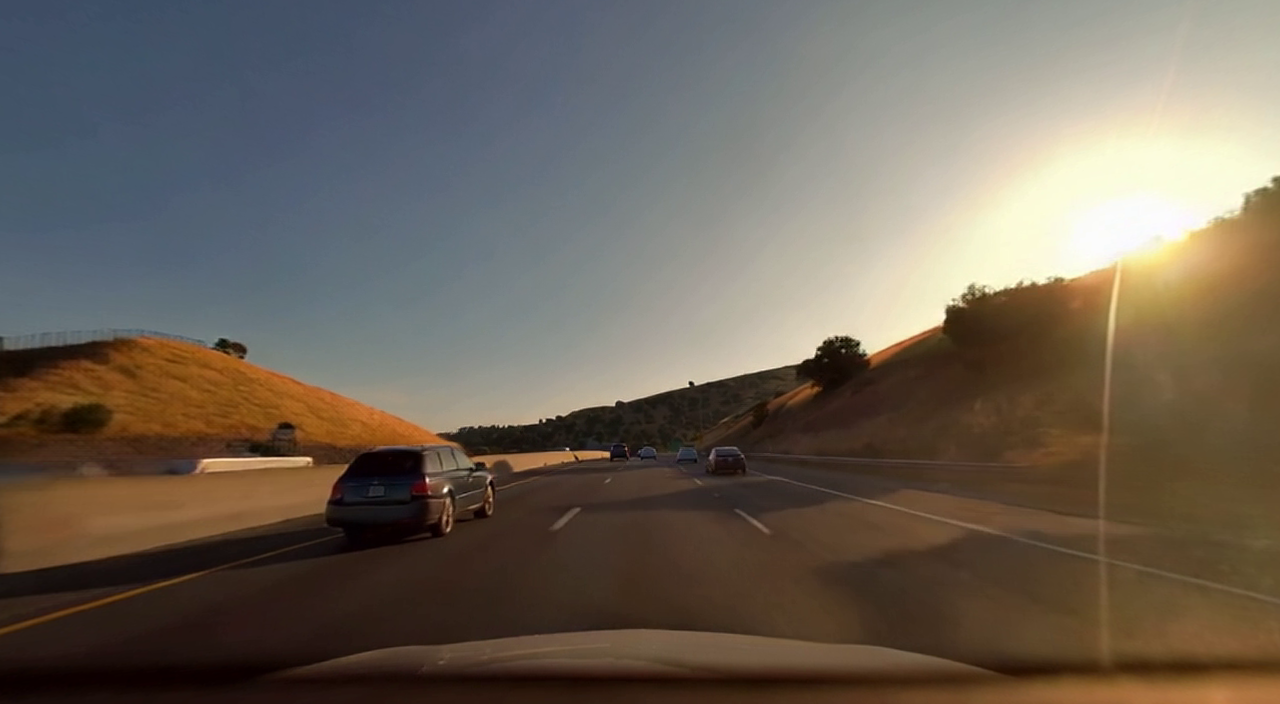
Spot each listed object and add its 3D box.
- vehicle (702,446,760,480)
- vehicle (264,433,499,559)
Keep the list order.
[{"bbox_3d":[3.965,4.882,27.972,1.976,1.352,3.602,0,-8,-1],"label":"vehicle"},{"bbox_3d":[-3.627,2.061,9.777,1.910,1.521,3.930,0,-8,1],"label":"vehicle"}]
